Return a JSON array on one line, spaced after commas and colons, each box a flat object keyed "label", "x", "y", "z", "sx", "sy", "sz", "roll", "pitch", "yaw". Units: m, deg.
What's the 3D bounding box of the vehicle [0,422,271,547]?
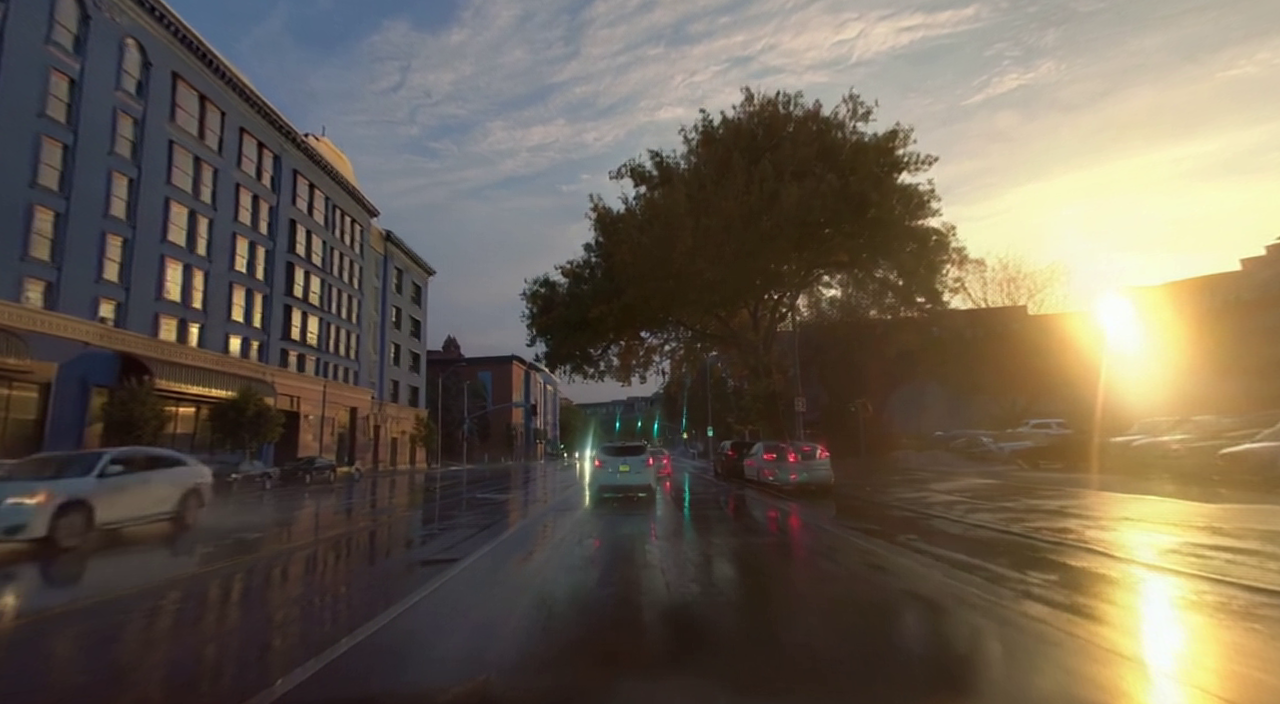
[{"label": "vehicle", "x": -9.645, "y": 2.399, "z": 12.115, "sx": 2.152, "sy": 1.890, "sz": 4.804, "roll": 0, "pitch": -9, "yaw": 0}]

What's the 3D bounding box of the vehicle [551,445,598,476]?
[{"label": "vehicle", "x": -3.483, "y": 5.868, "z": 34.253, "sx": 1.972, "sy": 1.560, "sz": 4.066, "roll": 0, "pitch": -9, "yaw": 2}]

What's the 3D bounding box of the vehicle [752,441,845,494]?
[{"label": "vehicle", "x": 4.960, "y": 3.658, "z": 20.305, "sx": 1.832, "sy": 1.491, "sz": 4.054, "roll": 1, "pitch": -9, "yaw": -1}]

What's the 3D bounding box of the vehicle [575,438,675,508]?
[{"label": "vehicle", "x": -0.343, "y": 3.024, "z": 16.177, "sx": 2.230, "sy": 1.518, "sz": 4.113, "roll": 0, "pitch": -9, "yaw": 0}]
